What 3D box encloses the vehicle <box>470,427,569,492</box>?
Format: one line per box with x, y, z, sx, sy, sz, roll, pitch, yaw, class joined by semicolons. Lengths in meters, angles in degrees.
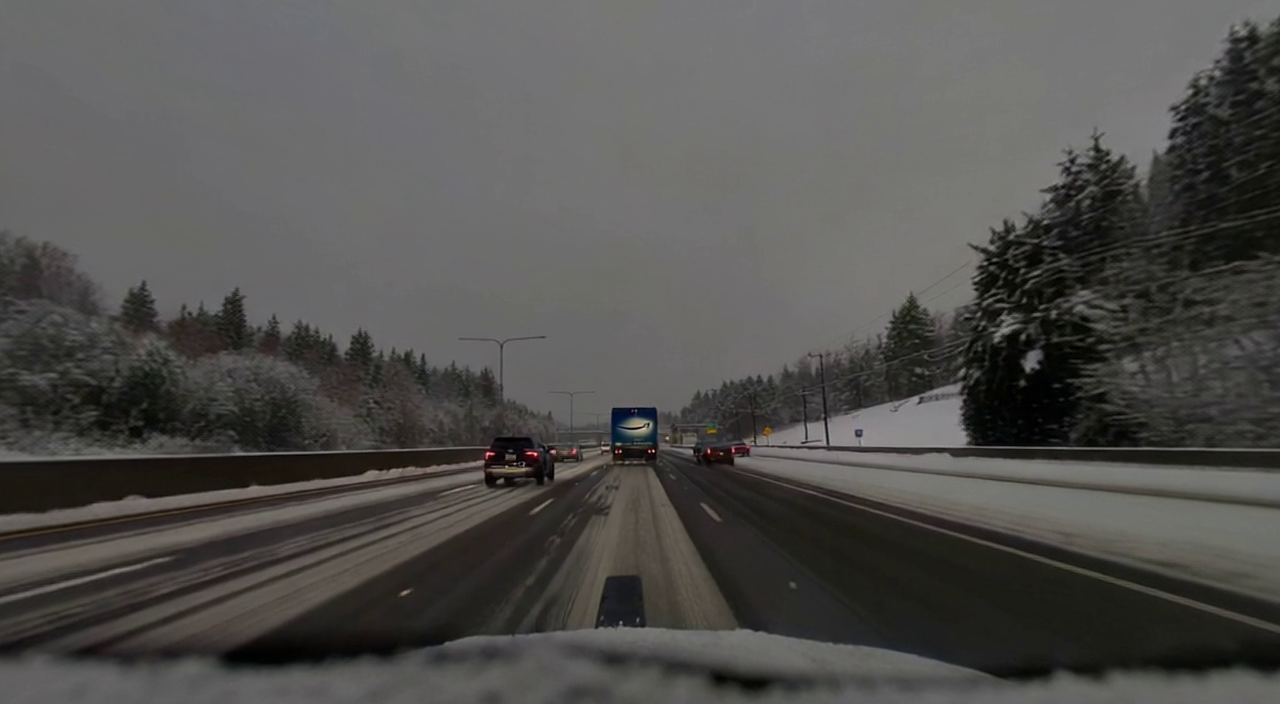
-3.436;3.158;18.844;2.095;1.688;4.188;0;-8;1;vehicle

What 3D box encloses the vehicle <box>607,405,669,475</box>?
-0.098;3.923;28.005;2.456;2.705;6.251;1;-8;-1;vehicle

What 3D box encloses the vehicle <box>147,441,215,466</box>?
-29.336;6.496;40.384;1.597;1.456;3.631;1;-8;0;vehicle

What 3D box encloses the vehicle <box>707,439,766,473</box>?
4.624;5.075;30.944;1.970;1.499;4.491;1;-8;-3;vehicle
